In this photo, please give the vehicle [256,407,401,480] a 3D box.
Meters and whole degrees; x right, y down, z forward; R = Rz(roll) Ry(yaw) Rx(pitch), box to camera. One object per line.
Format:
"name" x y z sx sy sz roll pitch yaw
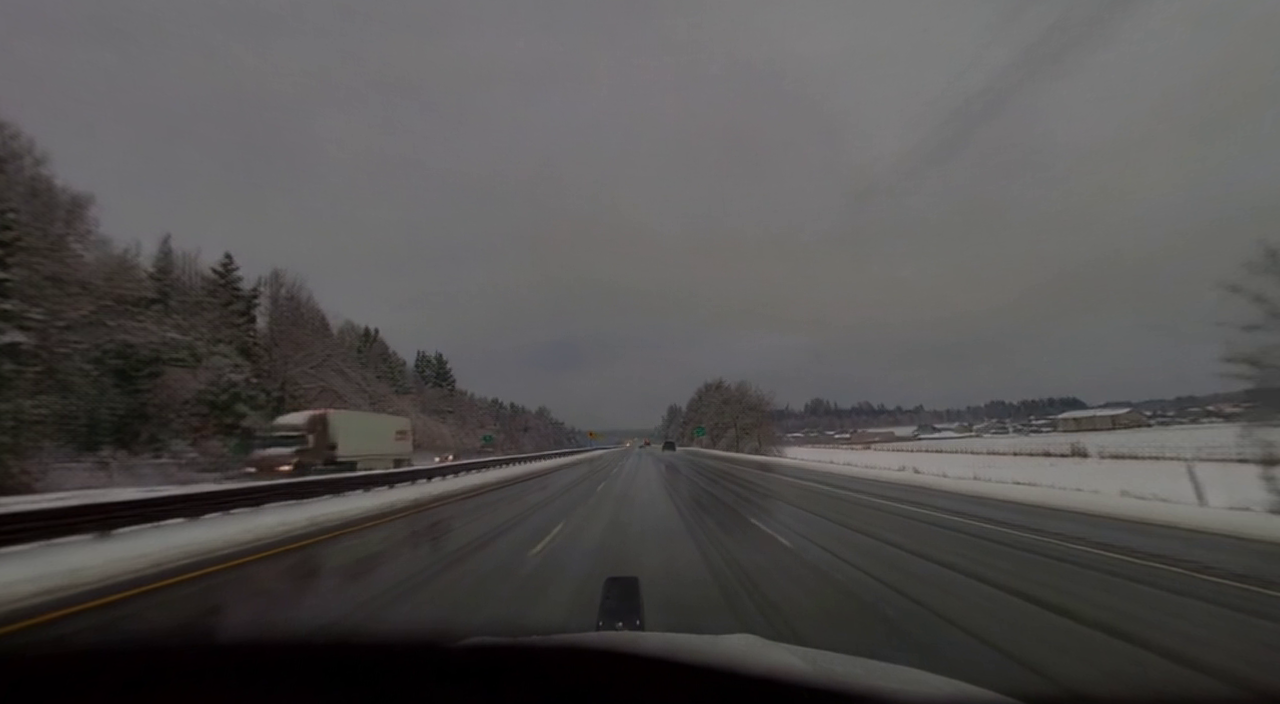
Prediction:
"vehicle" -19.163 5.880 40.181 3.069 3.882 11.694 0 -9 1
